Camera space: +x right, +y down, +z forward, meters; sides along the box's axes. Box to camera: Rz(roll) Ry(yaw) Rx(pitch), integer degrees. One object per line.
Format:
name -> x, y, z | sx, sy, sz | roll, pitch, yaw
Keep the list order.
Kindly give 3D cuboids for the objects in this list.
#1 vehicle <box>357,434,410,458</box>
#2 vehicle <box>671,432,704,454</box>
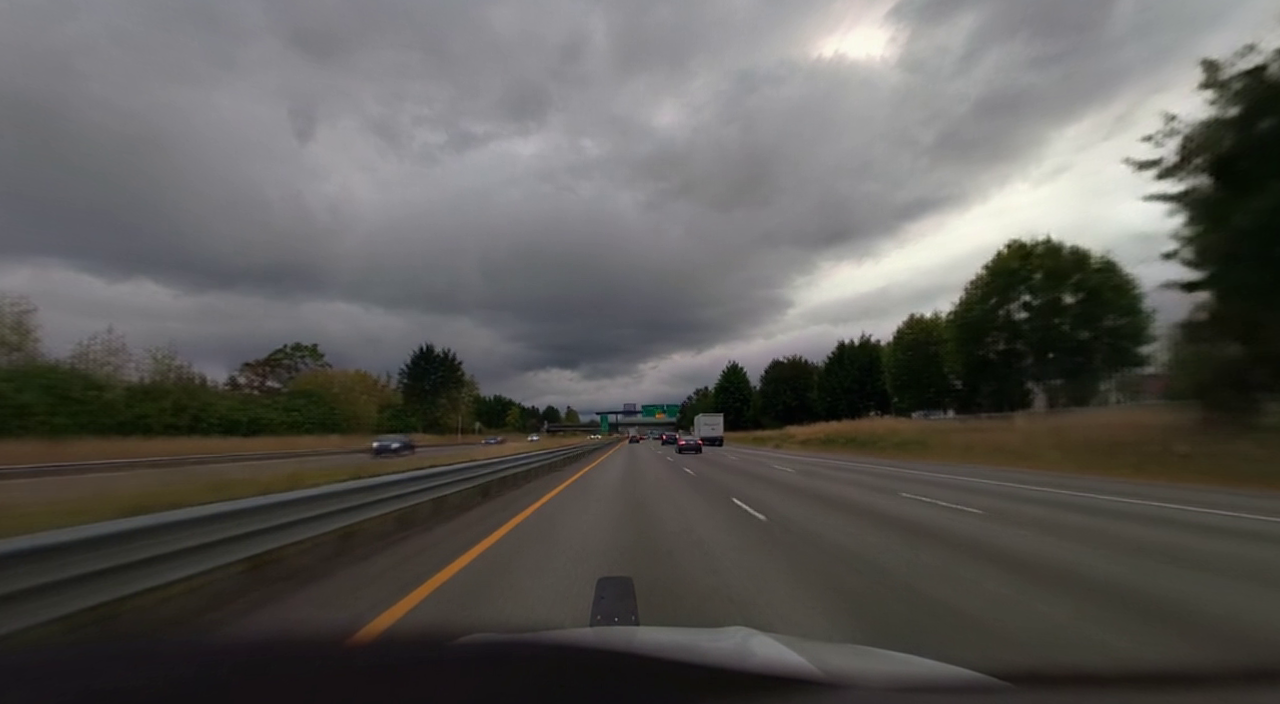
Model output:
vehicle -> -17.268, 6.308, 42.591 | 1.822, 1.497, 4.147 | 0, -7, 0
vehicle -> 3.490, 6.772, 47.023 | 1.986, 1.501, 4.529 | 0, -7, -2
